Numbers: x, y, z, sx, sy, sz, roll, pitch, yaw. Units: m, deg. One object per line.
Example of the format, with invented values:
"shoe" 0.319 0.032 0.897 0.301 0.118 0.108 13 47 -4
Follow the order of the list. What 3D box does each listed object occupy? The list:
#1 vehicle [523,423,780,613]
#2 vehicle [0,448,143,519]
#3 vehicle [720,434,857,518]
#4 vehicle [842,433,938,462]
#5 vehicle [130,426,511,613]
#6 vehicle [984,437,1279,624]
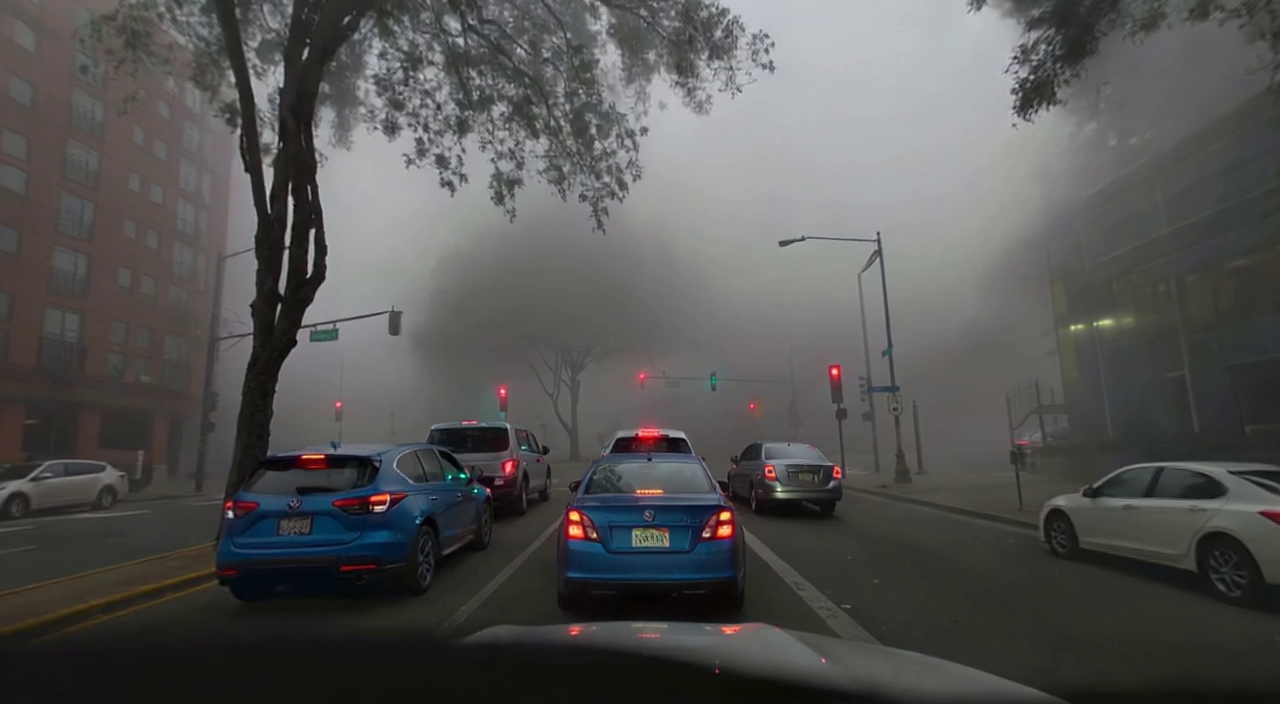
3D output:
"vehicle" 0.093 1.588 6.834 2.022 1.481 3.564 0 -9 0
"vehicle" -16.226 3.446 17.014 1.914 1.690 4.461 0 -9 1
"vehicle" 3.009 2.610 13.735 2.018 1.529 3.880 0 -9 0
"vehicle" 16.375 6.270 41.517 5.345 1.811 2.175 0 -9 -1
"vehicle" -3.003 1.665 7.180 2.131 1.486 4.089 0 -9 1
"vehicle" 5.975 1.692 6.875 1.873 1.453 4.579 0 -9 0
